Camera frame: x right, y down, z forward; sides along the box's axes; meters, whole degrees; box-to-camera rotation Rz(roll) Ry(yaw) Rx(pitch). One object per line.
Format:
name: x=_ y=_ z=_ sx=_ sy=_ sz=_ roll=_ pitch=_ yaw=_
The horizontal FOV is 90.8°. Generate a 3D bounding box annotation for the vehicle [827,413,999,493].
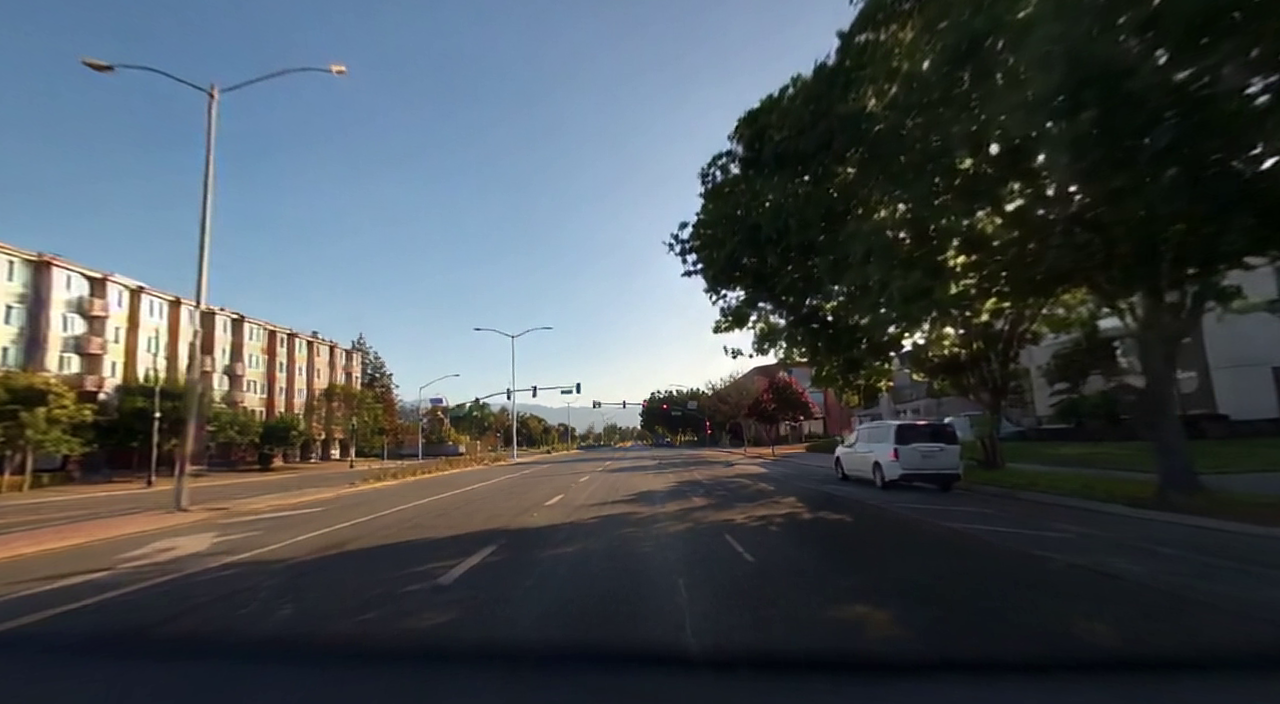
vehicle: x=7.389 y=2.843 z=18.027 sx=2.234 sy=1.880 sz=5.812 roll=0 pitch=-8 yaw=-1
